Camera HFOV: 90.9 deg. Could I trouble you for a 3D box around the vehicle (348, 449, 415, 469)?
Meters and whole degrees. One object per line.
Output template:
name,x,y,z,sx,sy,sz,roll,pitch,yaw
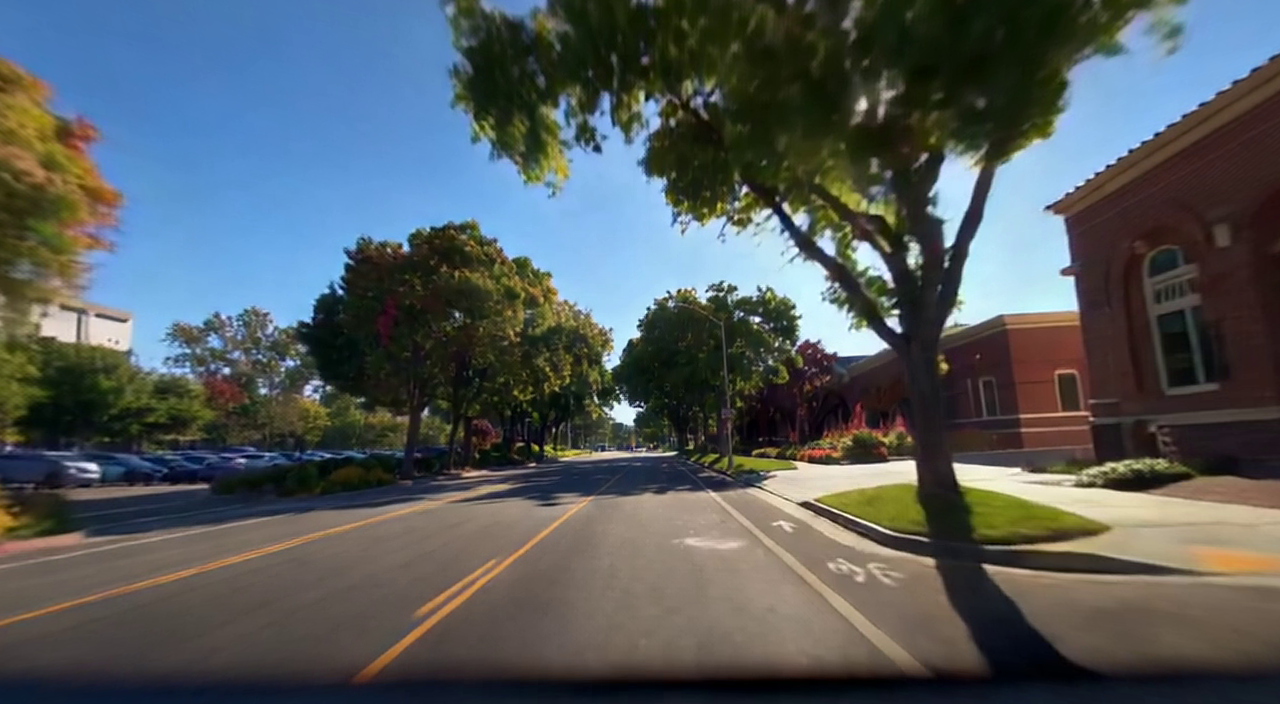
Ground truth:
vehicle,-18.930,7.855,46.271,4.005,1.433,1.953,0,-8,0

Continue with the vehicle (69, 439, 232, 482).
vehicle,-19.143,4.250,24.802,4.699,1.558,2.113,0,-9,4

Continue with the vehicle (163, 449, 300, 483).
vehicle,-19.342,5.385,29.990,5.091,1.530,1.982,0,-8,-1
